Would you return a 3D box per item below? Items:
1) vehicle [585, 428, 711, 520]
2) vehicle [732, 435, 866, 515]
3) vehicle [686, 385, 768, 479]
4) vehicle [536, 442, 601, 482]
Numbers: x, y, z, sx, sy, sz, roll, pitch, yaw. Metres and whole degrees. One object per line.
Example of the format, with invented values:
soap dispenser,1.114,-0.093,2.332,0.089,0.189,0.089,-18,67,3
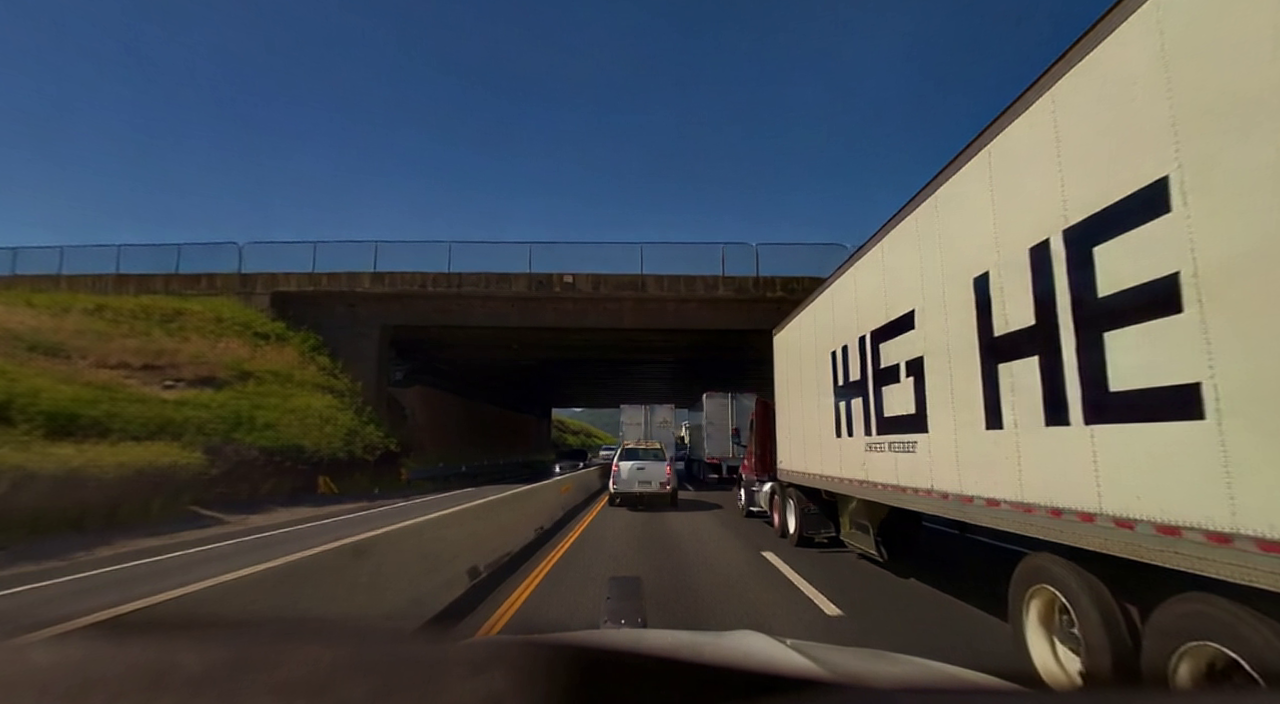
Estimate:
vehicle,0.182,2.526,13.440,2.256,1.615,4.114,-1,-9,2
vehicle,3.369,2.693,14.218,1.972,1.505,3.946,-1,-9,0
vehicle,3.942,3.920,30.221,2.948,3.974,6.480,-1,-9,0
vehicle,-2.939,4.676,27.023,2.096,1.531,4.210,-1,-9,3
